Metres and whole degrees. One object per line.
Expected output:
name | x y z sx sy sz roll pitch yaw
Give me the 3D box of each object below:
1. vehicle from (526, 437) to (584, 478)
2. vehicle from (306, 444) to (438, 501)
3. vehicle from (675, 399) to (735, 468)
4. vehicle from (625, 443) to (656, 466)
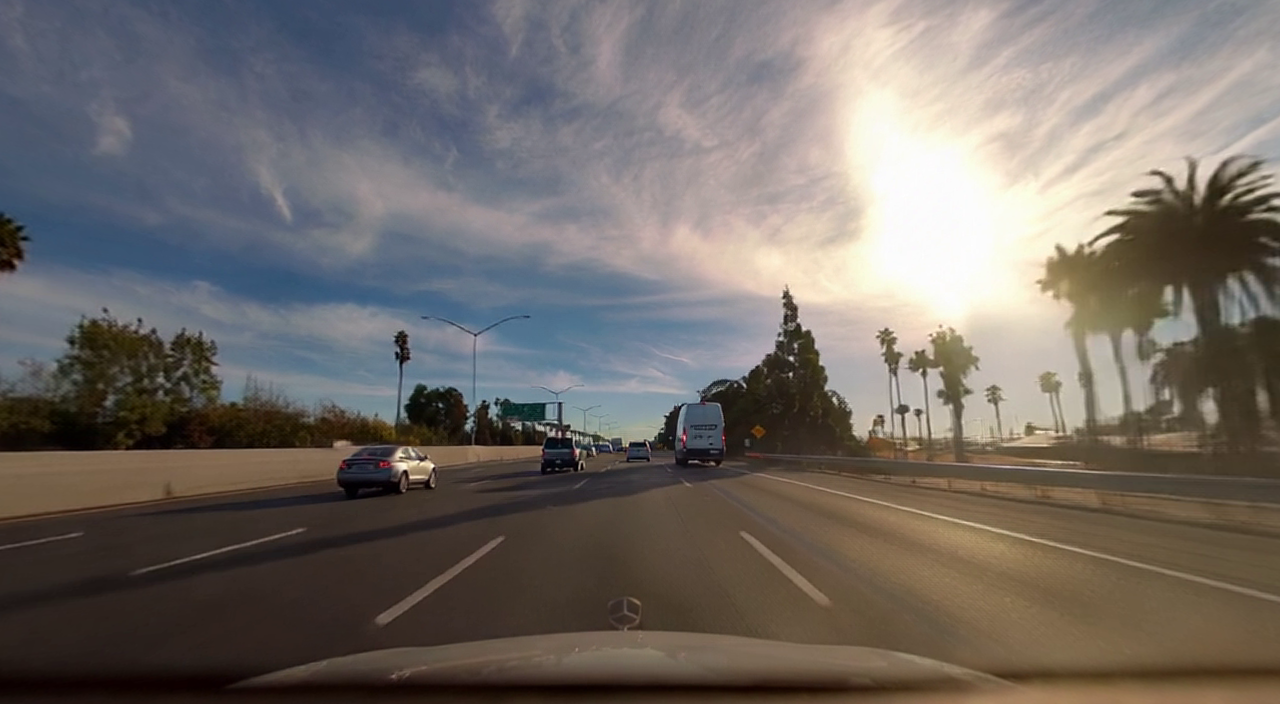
vehicle | -3.718 4.711 28.192 2.017 1.683 4.094 0 -9 0
vehicle | -7.863 3.554 19.032 2.050 1.487 4.372 0 -9 0
vehicle | 4.004 5.358 40.881 3.086 3.984 8.371 0 -9 1
vehicle | 0.029 7.207 44.412 2.085 1.507 4.096 0 -9 0
